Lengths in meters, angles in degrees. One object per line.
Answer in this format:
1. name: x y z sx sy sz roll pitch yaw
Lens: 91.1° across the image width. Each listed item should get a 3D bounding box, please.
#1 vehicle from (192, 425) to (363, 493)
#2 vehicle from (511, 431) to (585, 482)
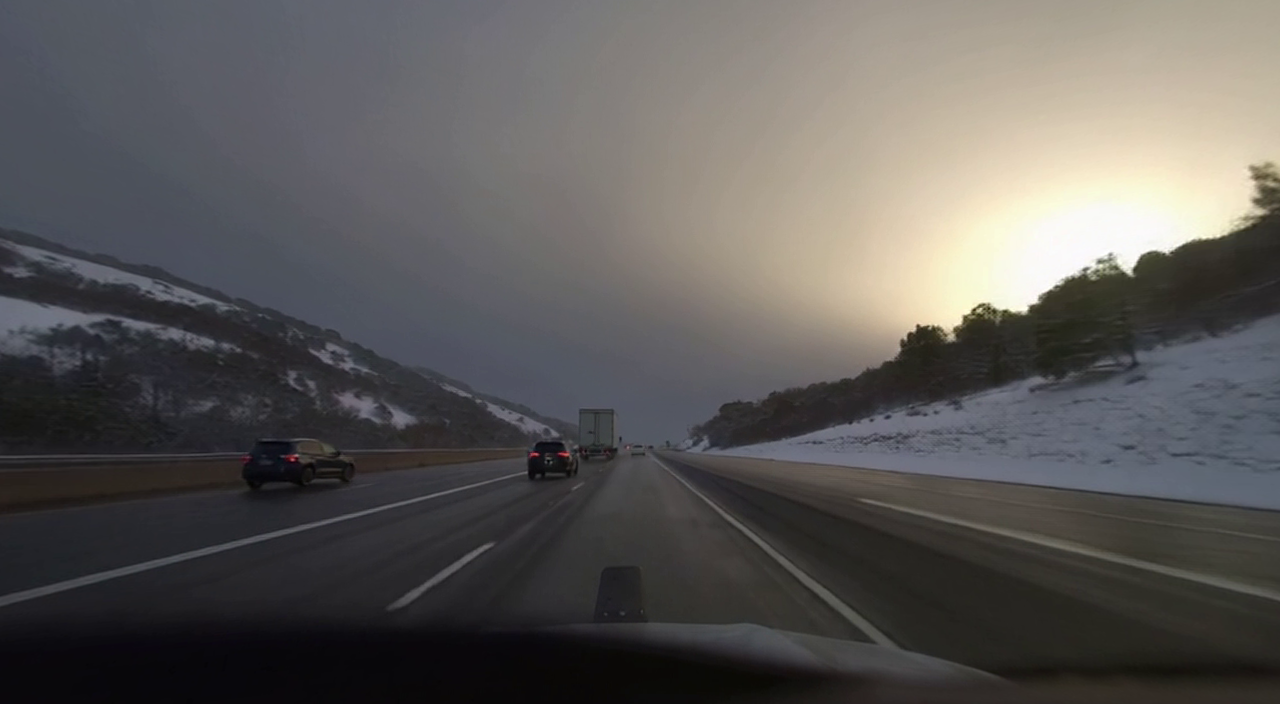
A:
1. vehicle: -11.114 3.323 19.922 2.130 1.828 5.523 0 -8 0
2. vehicle: -3.413 3.985 24.187 2.099 1.734 4.413 0 -8 1
